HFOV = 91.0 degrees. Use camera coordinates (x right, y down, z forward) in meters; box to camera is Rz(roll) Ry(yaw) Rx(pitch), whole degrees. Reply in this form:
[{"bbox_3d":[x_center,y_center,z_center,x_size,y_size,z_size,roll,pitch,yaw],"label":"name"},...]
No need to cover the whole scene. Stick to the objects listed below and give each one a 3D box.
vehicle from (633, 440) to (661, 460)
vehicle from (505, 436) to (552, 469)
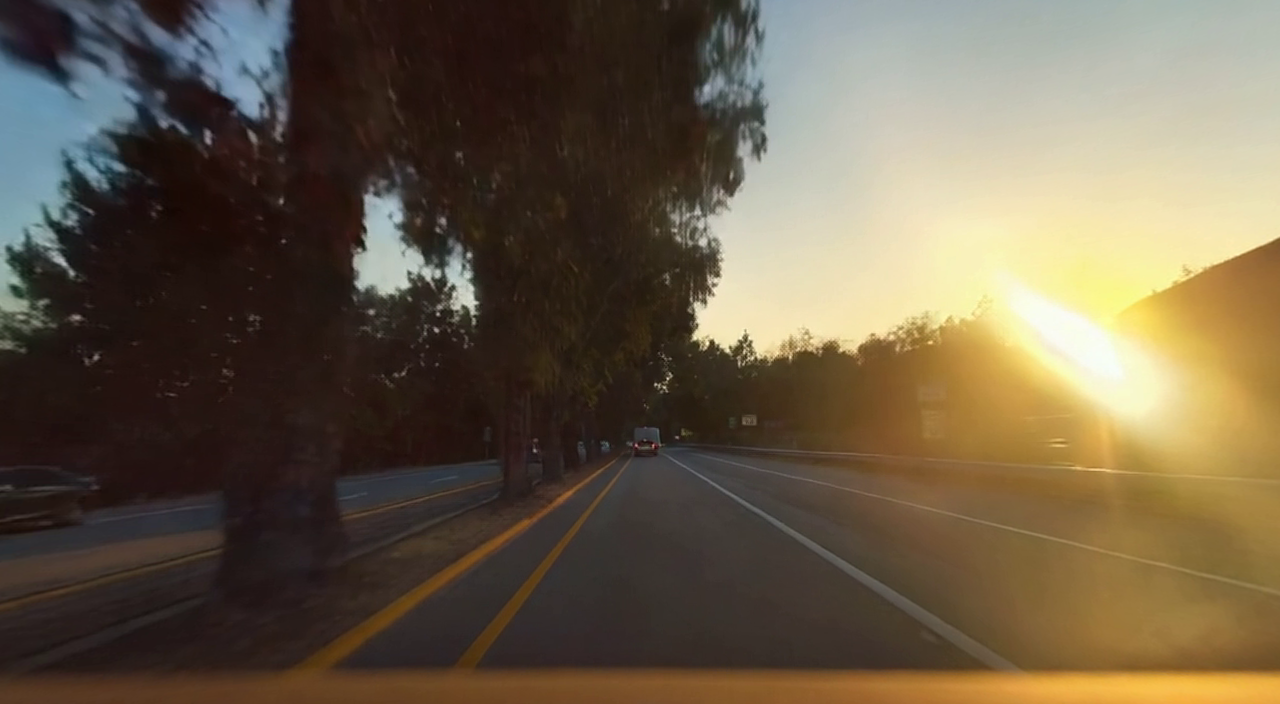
[{"bbox_3d":[0.511,7.608,49.072,2.061,1.469,3.782,0,-8,0],"label":"vehicle"},{"bbox_3d":[-6.931,6.288,39.608,2.068,1.897,4.372,0,-8,2],"label":"vehicle"}]
